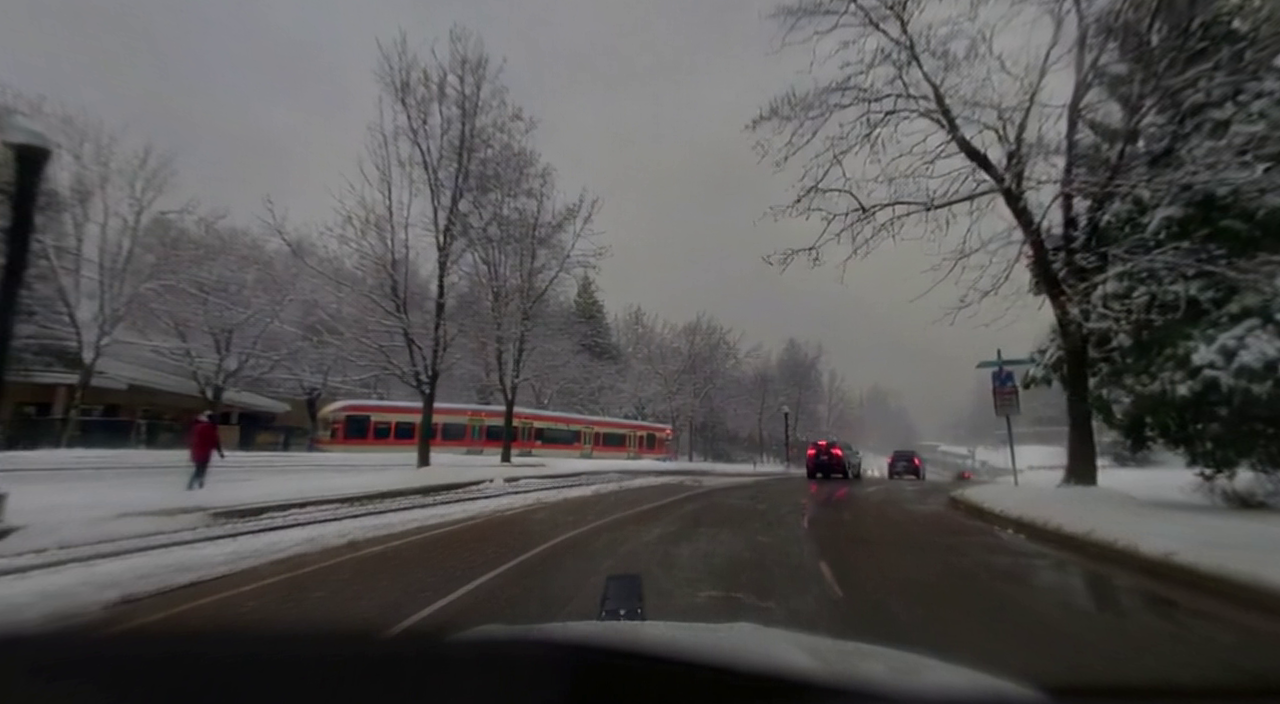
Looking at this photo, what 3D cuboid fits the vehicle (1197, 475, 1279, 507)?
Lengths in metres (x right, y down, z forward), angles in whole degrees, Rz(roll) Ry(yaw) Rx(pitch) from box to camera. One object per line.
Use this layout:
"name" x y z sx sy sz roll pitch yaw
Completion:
"vehicle" 30.894 6.947 31.684 4.118 1.477 1.691 -1 -9 2

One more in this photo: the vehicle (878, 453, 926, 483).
"vehicle" 16.888 7.409 40.602 2.010 1.725 4.320 -6 -10 32

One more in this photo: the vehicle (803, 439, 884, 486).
"vehicle" 8.529 4.534 26.233 2.263 1.765 4.237 -5 -10 29
